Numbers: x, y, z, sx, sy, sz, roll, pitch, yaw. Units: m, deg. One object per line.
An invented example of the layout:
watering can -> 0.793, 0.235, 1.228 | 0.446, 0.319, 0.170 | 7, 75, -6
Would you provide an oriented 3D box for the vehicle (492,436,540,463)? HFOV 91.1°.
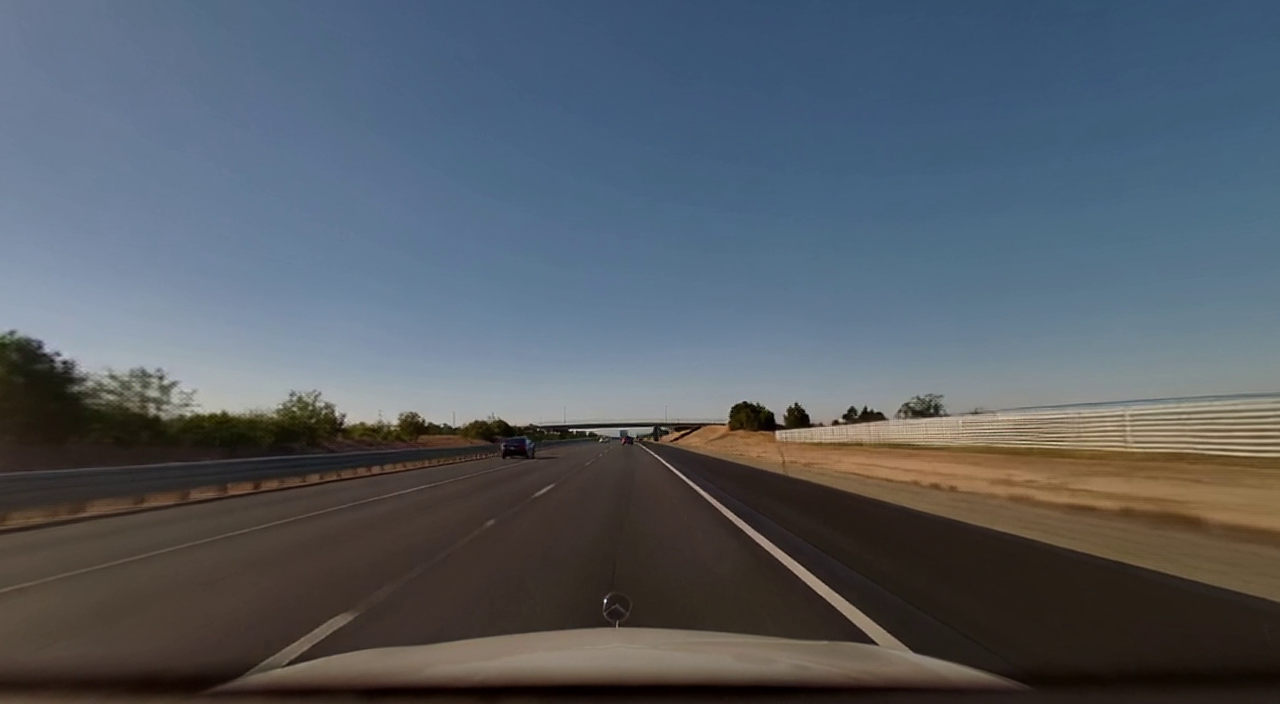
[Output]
vehicle -> -7.071, 5.591, 36.264 | 1.989, 1.473, 4.345 | 0, -8, -1
